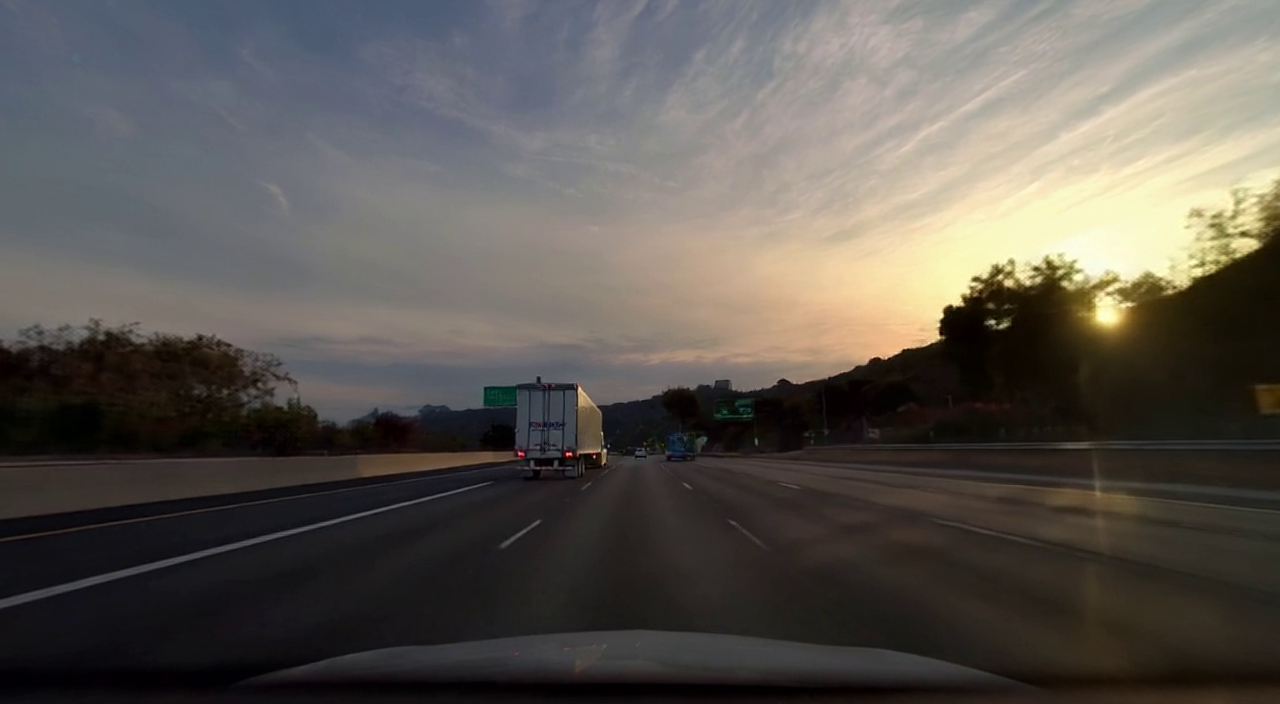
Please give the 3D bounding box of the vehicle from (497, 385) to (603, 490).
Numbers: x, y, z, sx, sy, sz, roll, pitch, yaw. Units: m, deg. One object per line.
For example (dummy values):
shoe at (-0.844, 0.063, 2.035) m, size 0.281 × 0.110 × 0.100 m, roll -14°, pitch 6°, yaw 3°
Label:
vehicle at (-3.248, 3.479, 25.226) m, size 2.922 × 3.458 × 8.360 m, roll 0°, pitch -9°, yaw 1°
